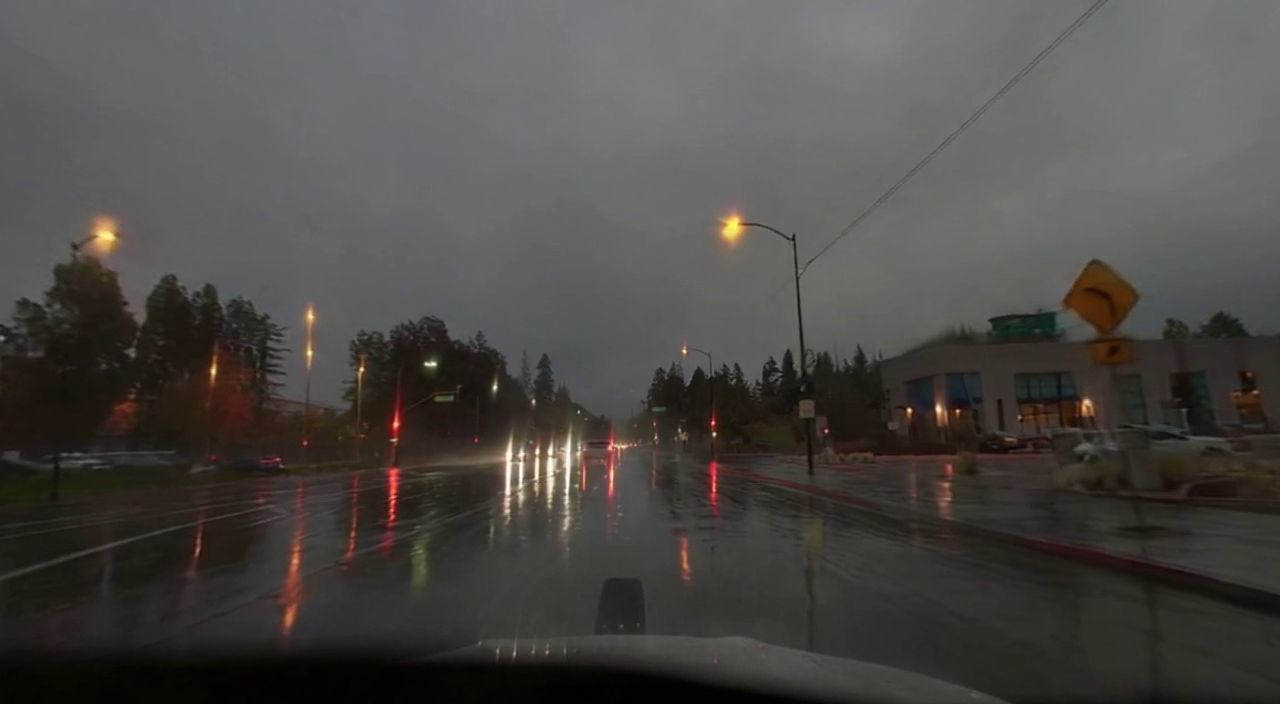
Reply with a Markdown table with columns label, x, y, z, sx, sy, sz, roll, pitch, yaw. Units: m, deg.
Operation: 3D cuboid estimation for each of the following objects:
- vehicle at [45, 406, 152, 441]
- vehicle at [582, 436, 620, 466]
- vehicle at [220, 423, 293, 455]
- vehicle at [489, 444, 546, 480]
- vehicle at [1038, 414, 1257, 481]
| label | x | y | z | sx | sy | sz | roll | pitch | yaw |
| --- | --- | --- | --- | --- | --- | --- | --- | --- | --- |
| vehicle | -25.658 | 3.420 | 30.024 | 3.556 | 1.611 | 1.623 | 0 | -8 | 2 |
| vehicle | -2.841 | 7.433 | 47.618 | 2.496 | 2.155 | 5.468 | 0 | -8 | 0 |
| vehicle | -25.266 | 5.745 | 41.721 | 3.572 | 2.012 | 1.872 | -1 | -8 | -1 |
| vehicle | -5.646 | 5.090 | 29.468 | 1.889 | 1.572 | 3.599 | 0 | -8 | 1 |
| vehicle | 14.843 | 2.850 | 18.735 | 4.562 | 1.648 | 2.028 | -3 | -9 | 3 |
